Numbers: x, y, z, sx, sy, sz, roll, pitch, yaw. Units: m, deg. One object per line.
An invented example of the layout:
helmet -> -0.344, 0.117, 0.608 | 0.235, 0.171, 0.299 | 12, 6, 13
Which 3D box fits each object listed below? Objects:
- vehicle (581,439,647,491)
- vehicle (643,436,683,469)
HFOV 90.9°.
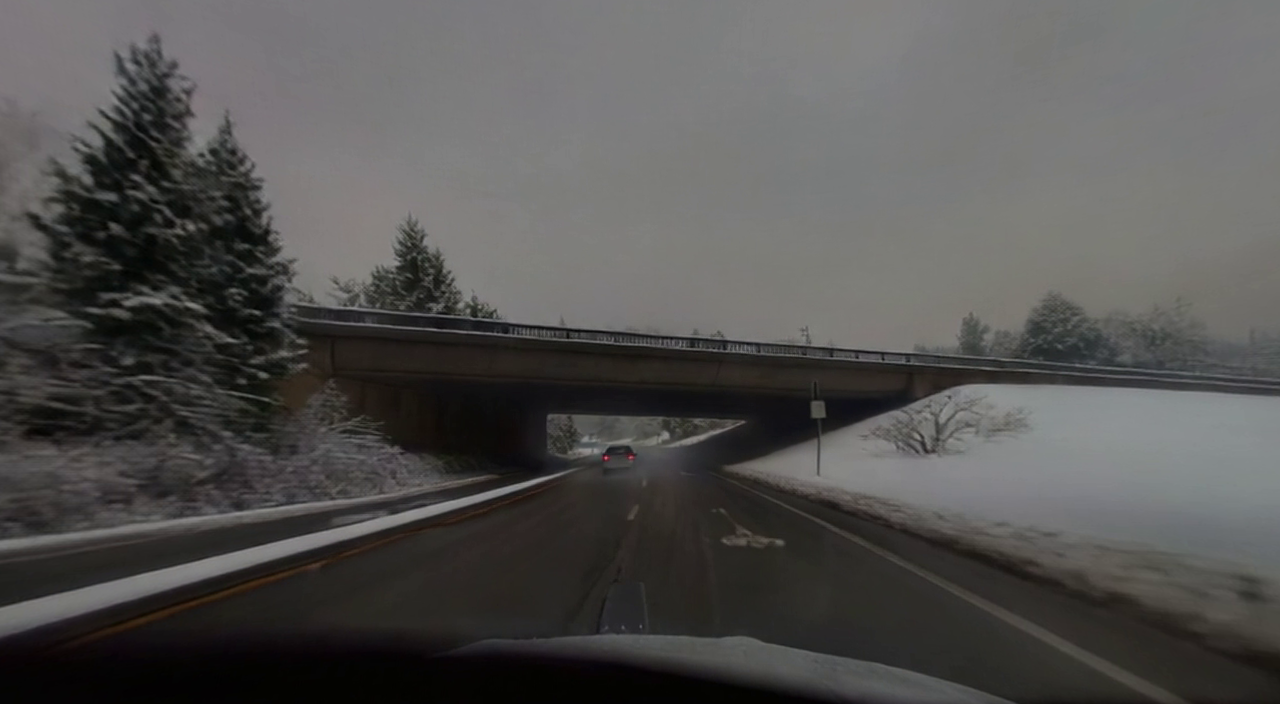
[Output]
vehicle -> -0.823, 3.788, 21.414 | 2.037, 1.601, 3.643 | 0, -9, -1
vehicle -> 1.431, 6.504, 40.884 | 2.273, 2.010, 4.396 | 0, -9, -2
